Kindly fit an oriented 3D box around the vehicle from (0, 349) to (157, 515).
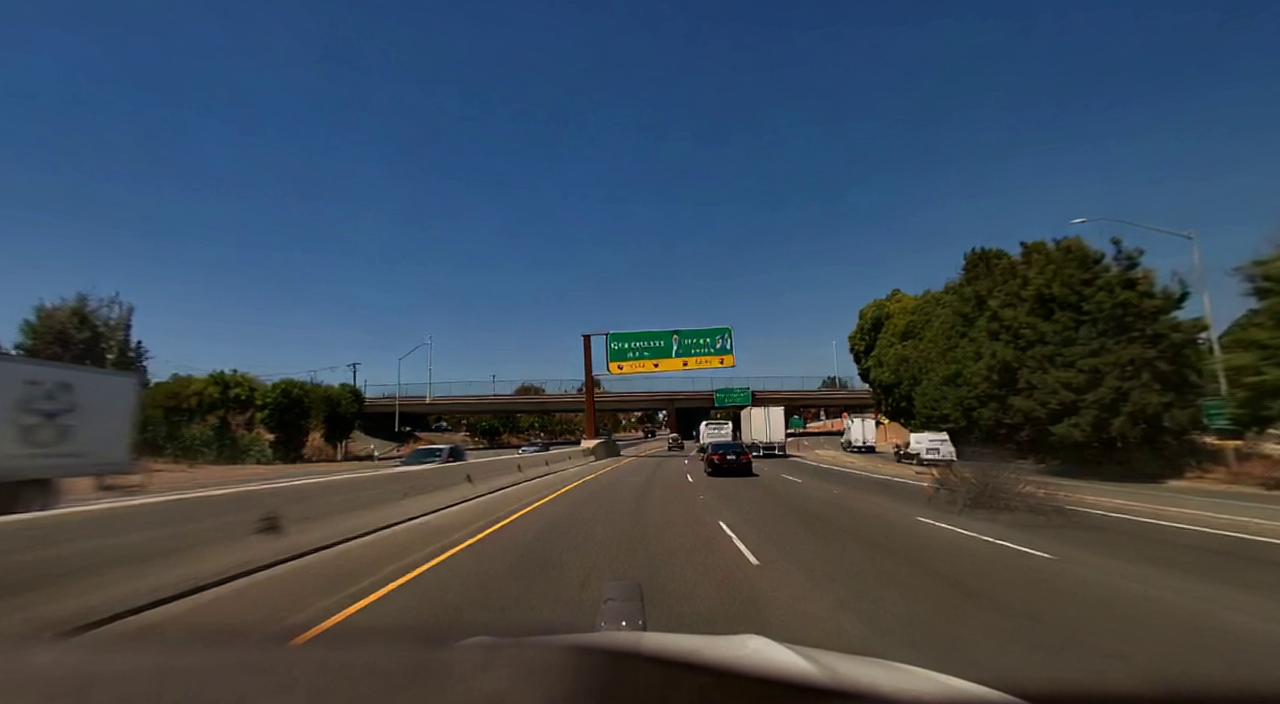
[{"bbox_3d":[-17.986,1.534,12.695,2.888,4.191,16.532,-1,-9,2],"label":"vehicle"}]
